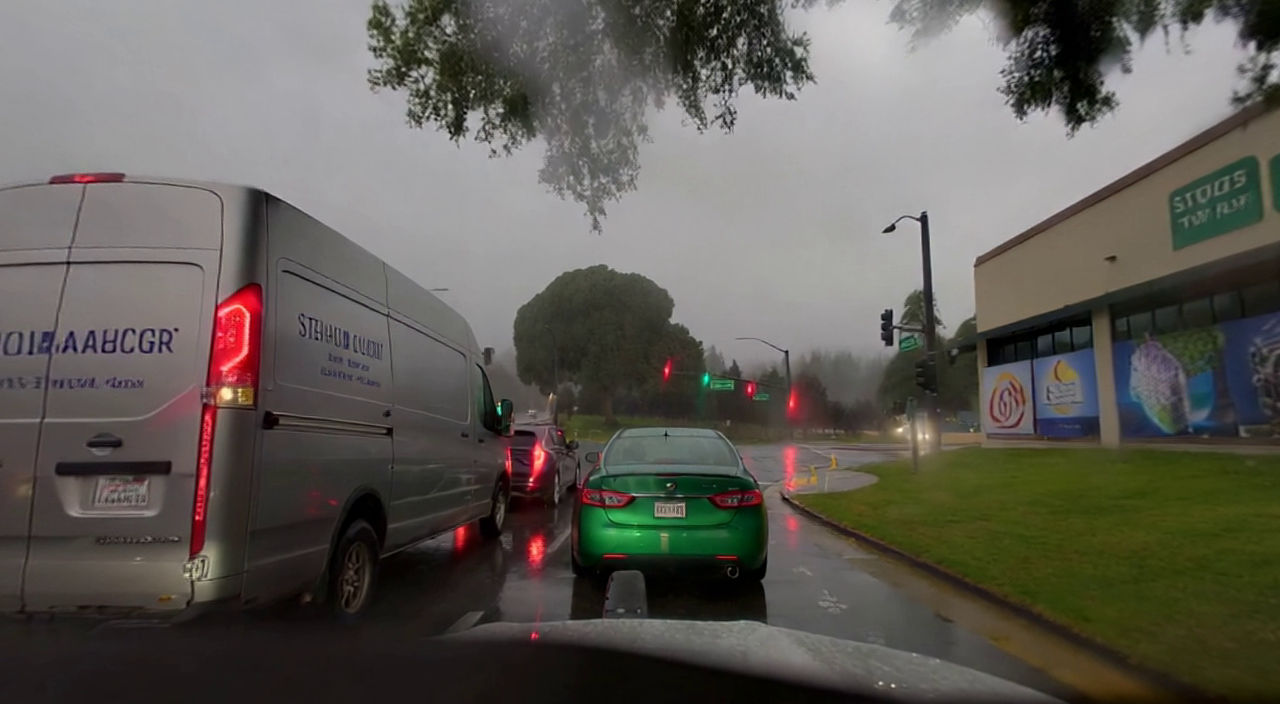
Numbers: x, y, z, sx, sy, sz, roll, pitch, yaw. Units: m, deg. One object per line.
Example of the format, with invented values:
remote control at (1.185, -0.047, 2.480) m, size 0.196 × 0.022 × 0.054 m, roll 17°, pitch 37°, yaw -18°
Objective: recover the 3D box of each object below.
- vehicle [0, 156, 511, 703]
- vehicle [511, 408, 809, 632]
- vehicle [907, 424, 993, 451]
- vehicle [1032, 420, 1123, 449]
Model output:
vehicle at (-3.131, 0.908, 5.850) m, size 2.555 × 3.035 × 5.702 m, roll 0°, pitch -8°, yaw 1°
vehicle at (0.301, 1.666, 7.299) m, size 2.398 × 1.773 × 4.254 m, roll -1°, pitch -8°, yaw 4°
vehicle at (21.928, 6.096, 44.575) m, size 5.021 × 1.848 × 2.210 m, roll 1°, pitch -9°, yaw -9°
vehicle at (32.050, 6.079, 46.167) m, size 5.084 × 2.041 × 2.360 m, roll 2°, pitch -9°, yaw -10°
